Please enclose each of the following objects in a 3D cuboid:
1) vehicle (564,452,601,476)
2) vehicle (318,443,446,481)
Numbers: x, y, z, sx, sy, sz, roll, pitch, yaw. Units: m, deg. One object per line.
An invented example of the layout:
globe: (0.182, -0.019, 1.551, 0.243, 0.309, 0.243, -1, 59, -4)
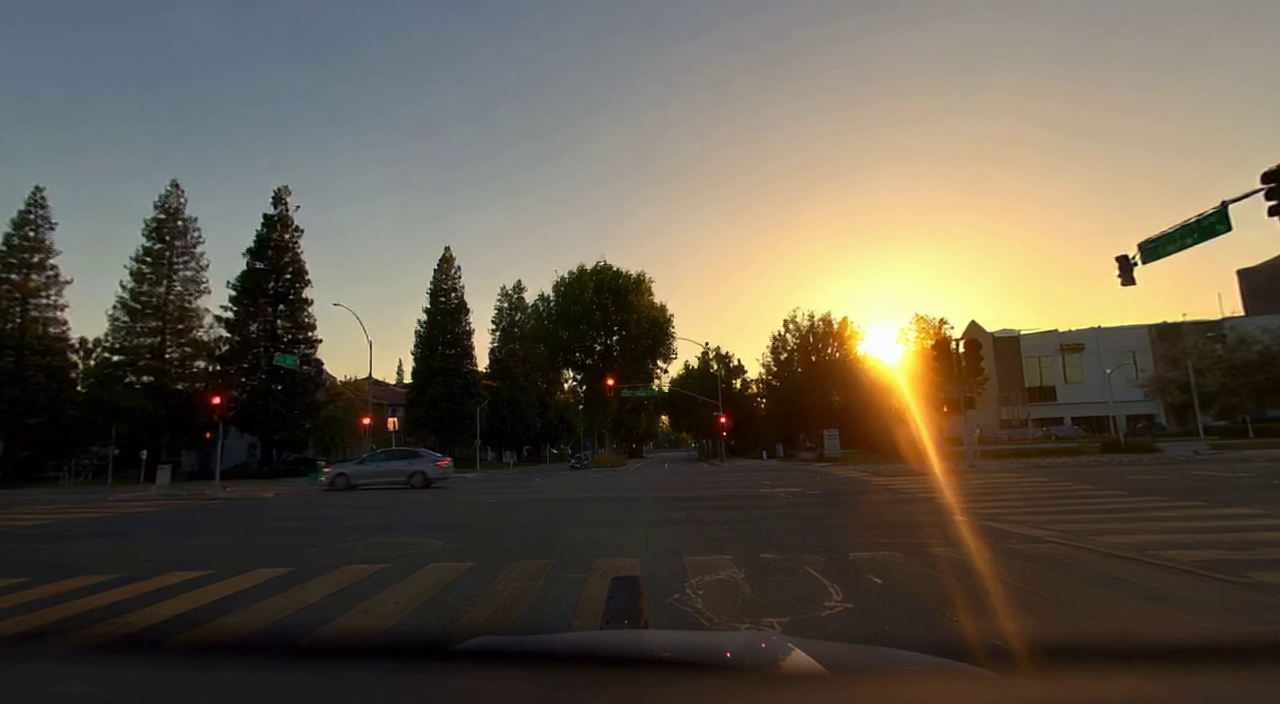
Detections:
vehicle: (-4.475, 8.834, 49.824, 2.030, 1.704, 4.205, -1, -8, 7)
vehicle: (-13.586, 5.809, 33.423, 5.762, 1.886, 2.241, 0, -8, 2)
